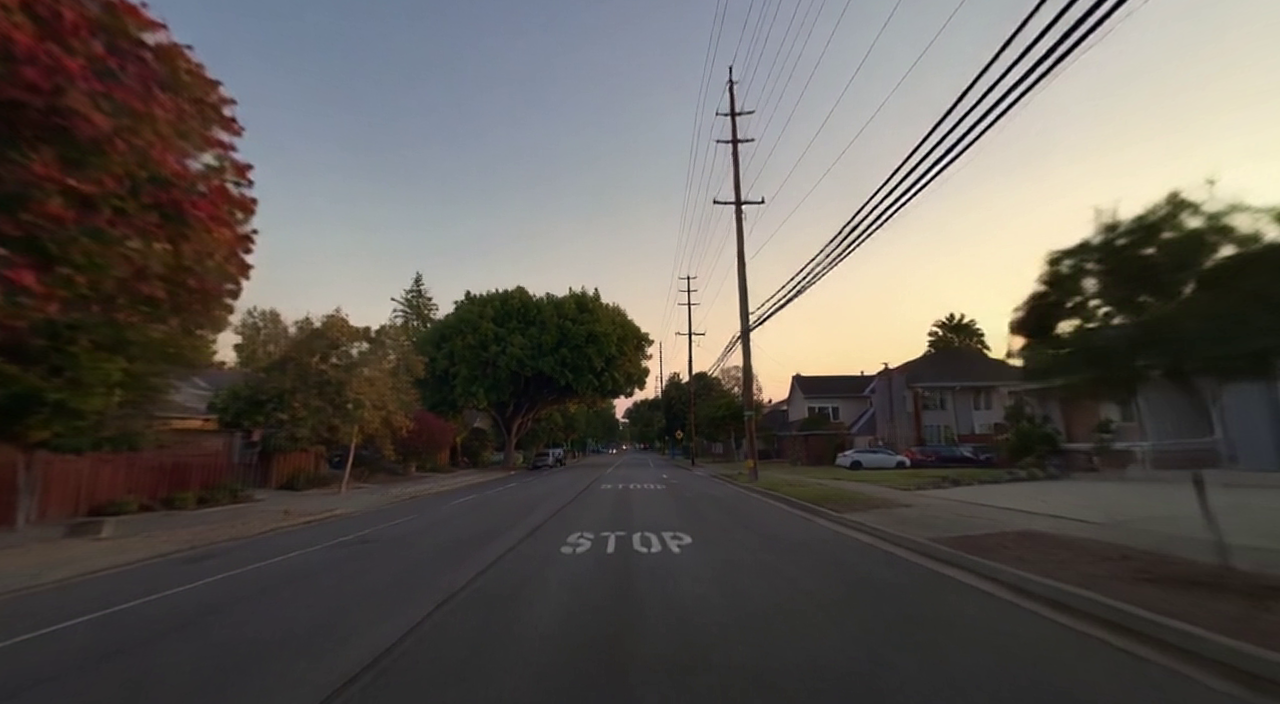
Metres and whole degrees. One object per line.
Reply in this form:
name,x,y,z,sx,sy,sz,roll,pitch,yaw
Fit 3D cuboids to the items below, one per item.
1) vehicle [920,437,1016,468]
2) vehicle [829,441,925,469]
vehicle,18.814,5.747,36.383,4.362,1.480,1.903,-3,-7,0
vehicle,13.584,5.925,36.383,4.624,1.420,2.045,-1,-9,-5
